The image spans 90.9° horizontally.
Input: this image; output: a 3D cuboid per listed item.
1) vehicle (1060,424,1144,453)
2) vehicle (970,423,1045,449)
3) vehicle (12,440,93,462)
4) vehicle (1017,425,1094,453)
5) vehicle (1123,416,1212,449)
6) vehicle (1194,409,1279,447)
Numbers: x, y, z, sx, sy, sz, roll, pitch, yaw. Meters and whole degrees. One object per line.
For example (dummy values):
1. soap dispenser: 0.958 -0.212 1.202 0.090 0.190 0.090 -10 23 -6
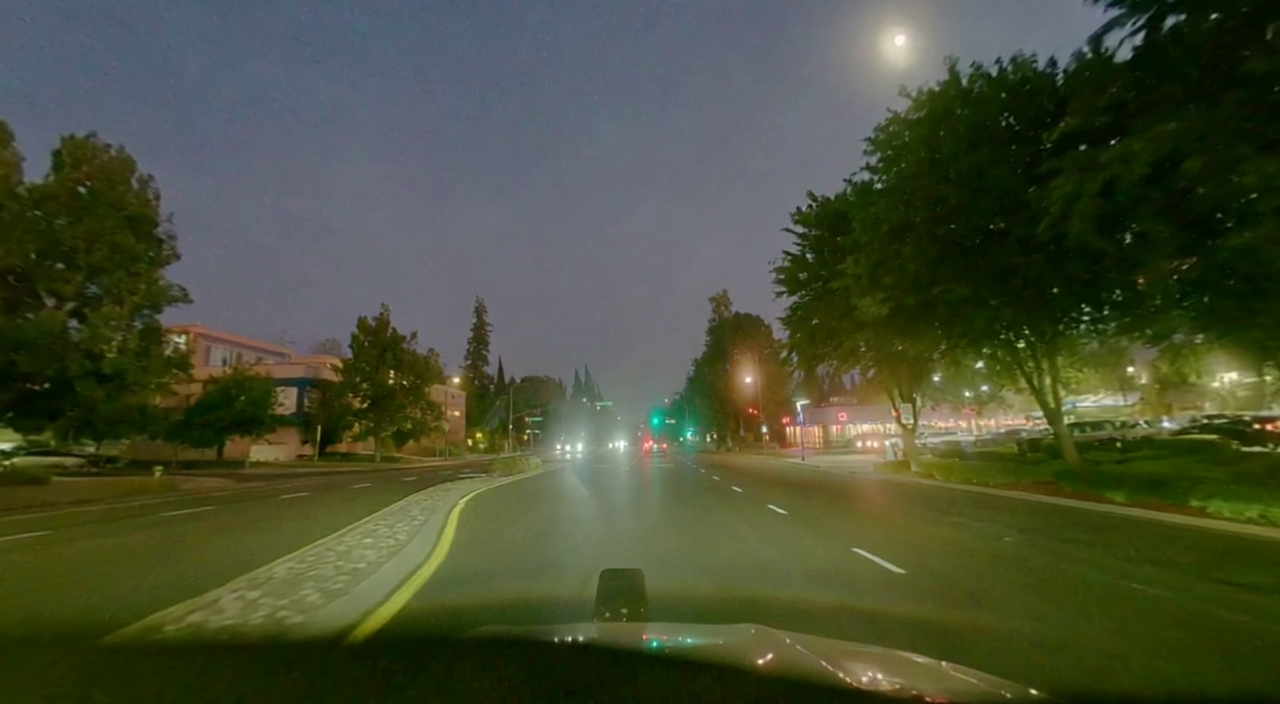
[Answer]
1. vehicle: 21.973 4.097 30.026 3.143 1.303 1.491 1 -8 -16
2. vehicle: 25.708 5.927 44.302 1.850 1.745 4.514 2 -9 -12
3. vehicle: -45.682 7.752 49.097 4.443 1.398 1.830 -3 -10 -2
4. vehicle: 21.296 4.461 32.352 3.179 1.322 1.521 1 -8 -18
5. vehicle: 23.079 3.551 27.605 3.221 1.347 1.557 3 -10 -23
6. vehicle: 24.386 3.098 25.363 3.380 1.431 1.765 4 -9 -24
